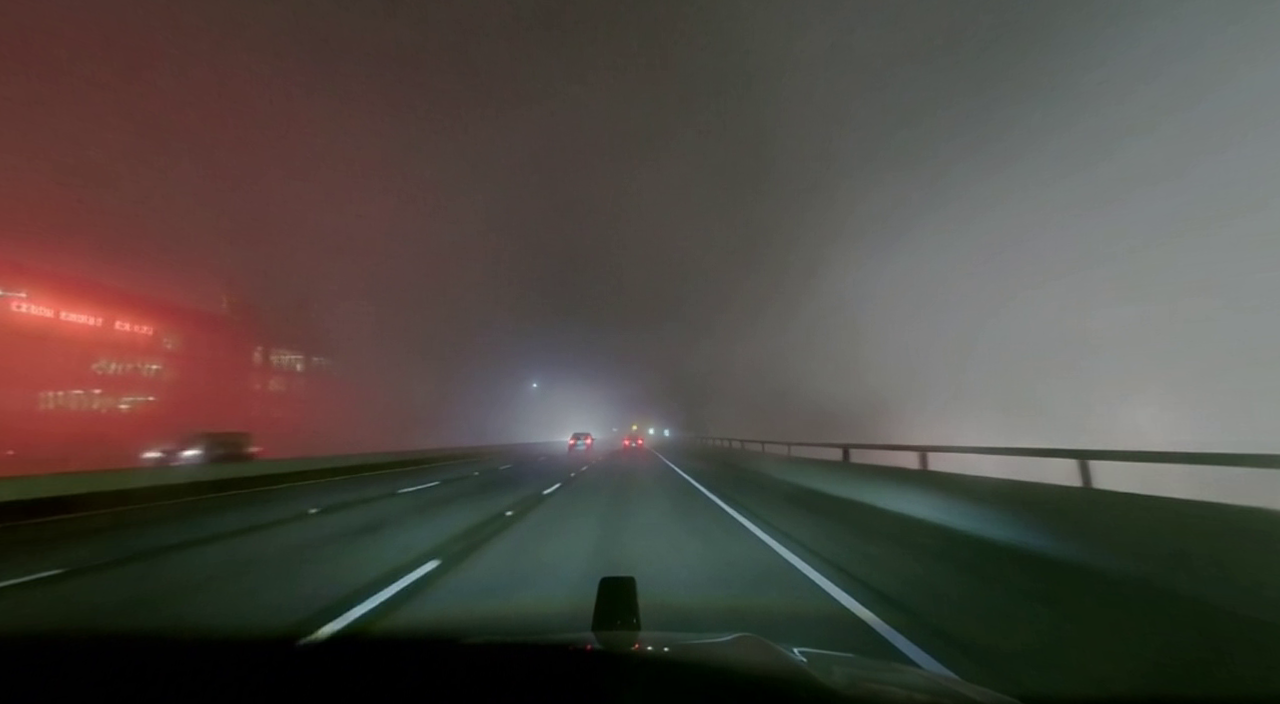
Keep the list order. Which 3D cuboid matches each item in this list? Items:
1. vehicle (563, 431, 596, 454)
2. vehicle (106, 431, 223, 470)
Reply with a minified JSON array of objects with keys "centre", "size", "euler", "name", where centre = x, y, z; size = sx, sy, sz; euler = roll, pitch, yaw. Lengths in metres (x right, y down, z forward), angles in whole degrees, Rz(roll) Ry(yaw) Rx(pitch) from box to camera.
[{"centre":[-4.577,6.953,48.357],"size":[2.036,1.612,4.510],"euler":[0,-8,1],"name":"vehicle"},{"centre":[-20.719,4.296,27.644],"size":[1.826,1.549,4.219],"euler":[0,-8,0],"name":"vehicle"}]
